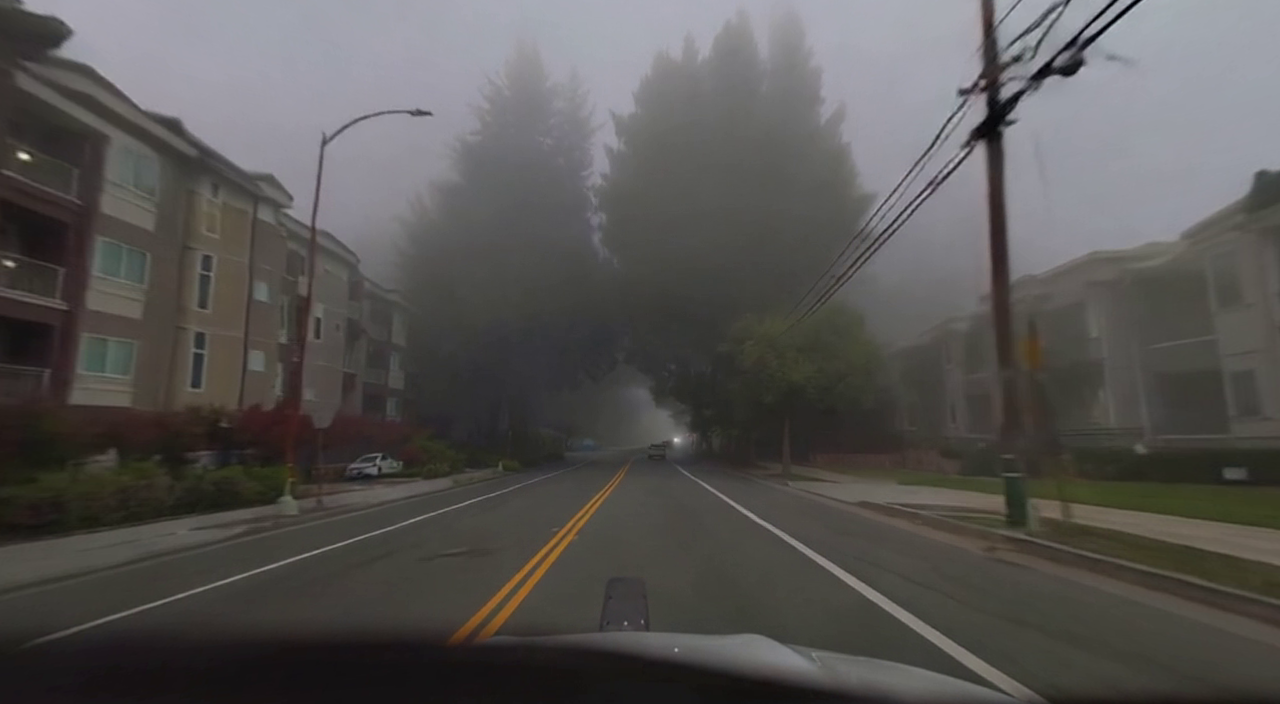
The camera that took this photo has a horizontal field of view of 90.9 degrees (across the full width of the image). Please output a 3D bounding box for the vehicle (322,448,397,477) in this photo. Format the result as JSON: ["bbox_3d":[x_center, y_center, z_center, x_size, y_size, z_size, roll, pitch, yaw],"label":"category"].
[{"bbox_3d":[-15.621,6.169,35.446,2.113,1.501,4.659,0,-9,-1],"label":"vehicle"}]

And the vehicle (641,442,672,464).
[{"bbox_3d":[1.140,7.314,45.804,2.097,1.463,4.043,0,-9,0],"label":"vehicle"}]

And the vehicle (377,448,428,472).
[{"bbox_3d":[-15.454,7.042,41.170,1.692,1.477,3.902,0,-9,1],"label":"vehicle"}]
